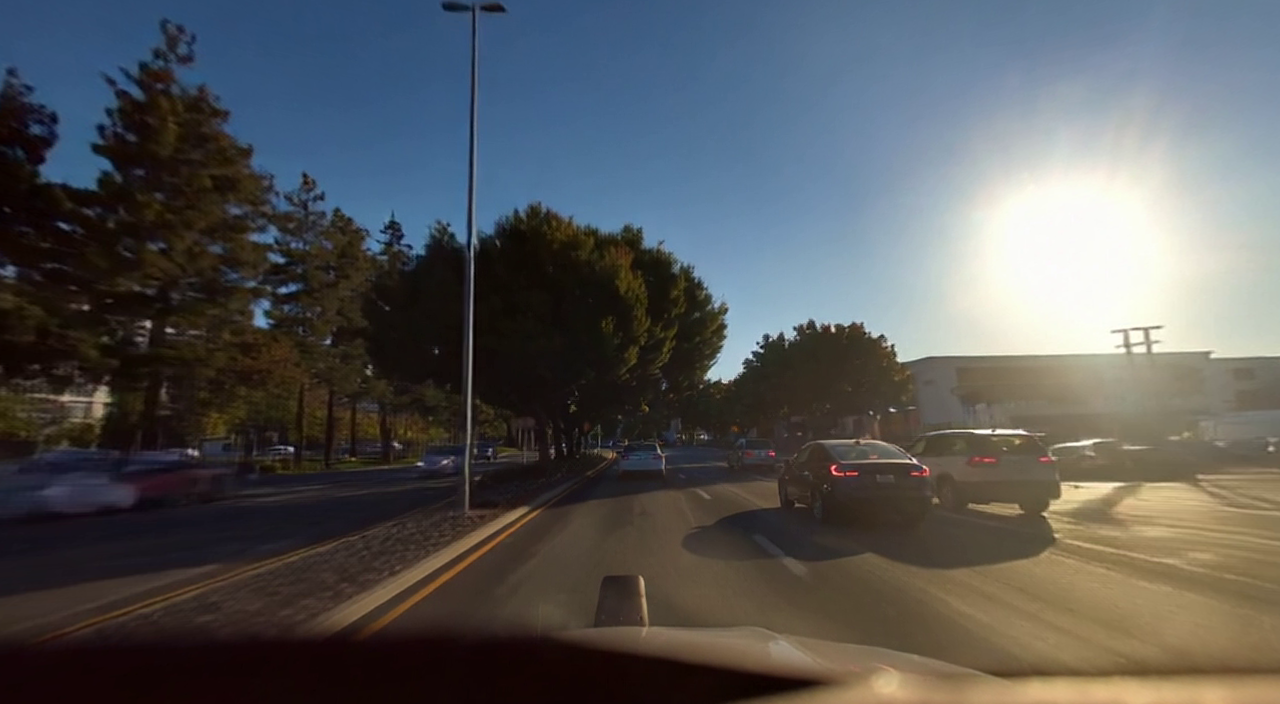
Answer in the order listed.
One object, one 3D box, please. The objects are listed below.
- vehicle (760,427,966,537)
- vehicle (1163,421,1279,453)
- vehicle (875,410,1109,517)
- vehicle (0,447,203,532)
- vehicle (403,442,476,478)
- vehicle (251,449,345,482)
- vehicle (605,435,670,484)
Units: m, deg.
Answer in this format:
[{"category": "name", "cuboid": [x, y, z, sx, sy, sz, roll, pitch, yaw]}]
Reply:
[{"category": "vehicle", "cuboid": [3.424, 2.073, 10.696, 1.858, 1.466, 4.230, 0, -8, -1]}, {"category": "vehicle", "cuboid": [37.496, 5.457, 40.628, 5.573, 1.973, 2.229, 0, -8, 0]}, {"category": "vehicle", "cuboid": [6.945, 2.258, 13.246, 2.134, 1.810, 4.590, 0, -8, -1]}, {"category": "vehicle", "cuboid": [-12.009, 2.803, 13.589, 1.931, 1.477, 4.630, 0, -8, 0]}, {"category": "vehicle", "cuboid": [-9.001, 4.869, 28.720, 1.895, 1.503, 4.237, 0, -8, 0]}, {"category": "vehicle", "cuboid": [-17.246, 5.725, 32.154, 1.961, 1.462, 4.741, -1, -8, 3]}, {"category": "vehicle", "cuboid": [-0.085, 3.569, 21.228, 1.994, 1.479, 3.647, 0, -8, 0]}]
